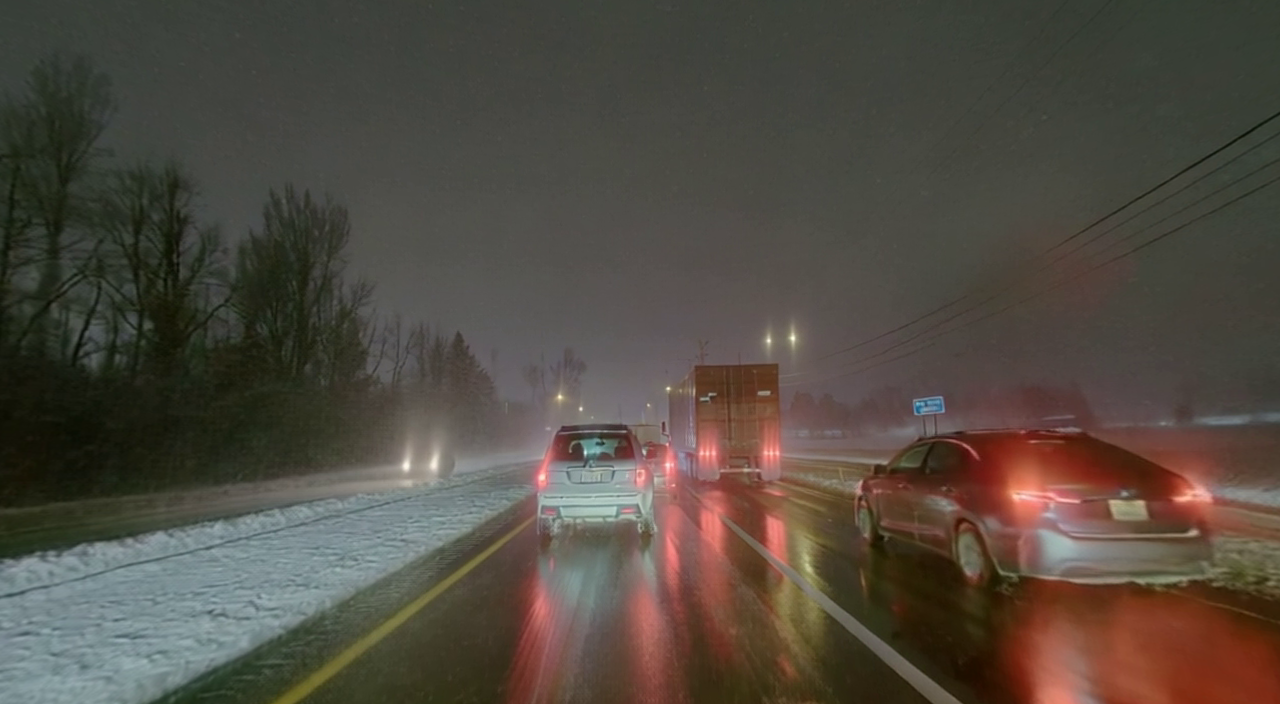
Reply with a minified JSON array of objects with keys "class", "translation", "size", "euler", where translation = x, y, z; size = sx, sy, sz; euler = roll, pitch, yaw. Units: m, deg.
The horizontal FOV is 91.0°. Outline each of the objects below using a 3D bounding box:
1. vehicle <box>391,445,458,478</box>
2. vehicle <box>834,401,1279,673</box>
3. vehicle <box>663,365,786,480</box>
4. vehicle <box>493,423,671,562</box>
[{"class":"vehicle","translation":[-11.526,5.875,33.956],"size":[2.029,1.617,4.260],"euler":[0,-8,1]},{"class":"vehicle","translation":[3.584,1.382,5.959],"size":[1.960,1.515,4.713],"euler":[0,-8,0]},{"class":"vehicle","translation":[3.478,3.805,31.996],"size":[3.591,4.290,16.696],"euler":[0,-8,-1]},{"class":"vehicle","translation":[-0.706,1.889,9.212],"size":[2.009,1.554,4.013],"euler":[0,-8,-1]}]
